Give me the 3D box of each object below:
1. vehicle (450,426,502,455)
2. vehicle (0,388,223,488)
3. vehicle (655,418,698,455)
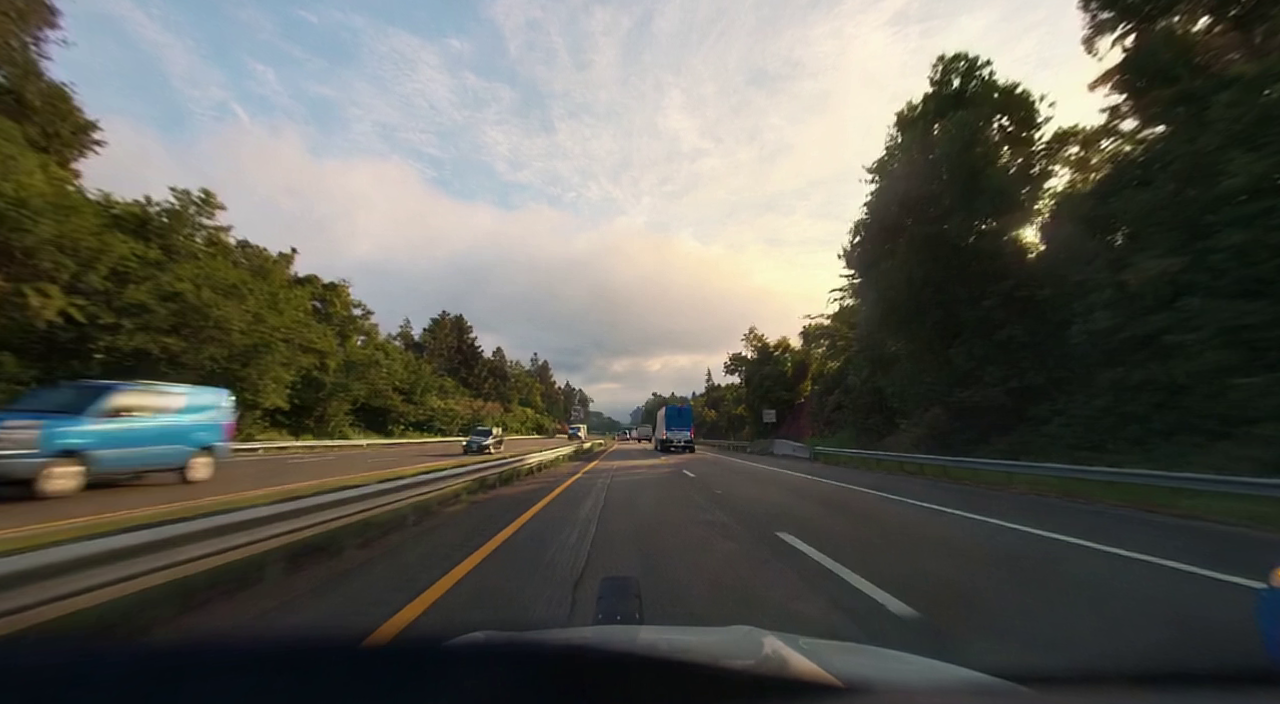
[{"bbox_3d":[-9.345,5.081,36.148,1.908,1.543,4.174,0,-8,-1],"label":"vehicle"},{"bbox_3d":[-13.538,2.149,15.782,2.217,2.018,5.924,0,-8,-1],"label":"vehicle"},{"bbox_3d":[2.639,6.378,47.646,2.570,2.596,6.082,0,-8,-3],"label":"vehicle"}]
